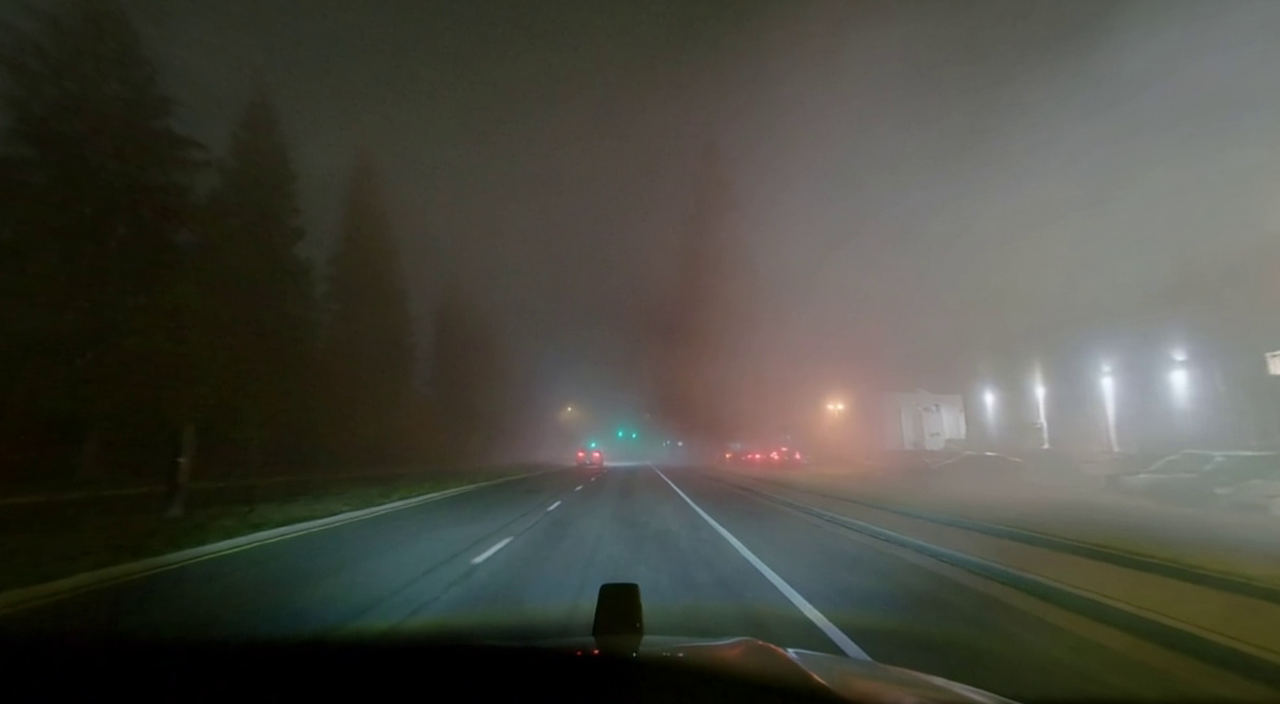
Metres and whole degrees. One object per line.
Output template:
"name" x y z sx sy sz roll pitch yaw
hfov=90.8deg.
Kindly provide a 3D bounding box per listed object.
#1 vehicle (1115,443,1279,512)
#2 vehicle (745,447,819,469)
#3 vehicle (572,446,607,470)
"vehicle" 15.947 3.359 17.332 4.490 1.696 2.032 1 -9 -11
"vehicle" 9.713 7.270 43.344 4.466 1.440 2.091 0 -9 -5
"vehicle" -3.347 7.089 42.459 2.030 1.550 3.925 0 -8 0
